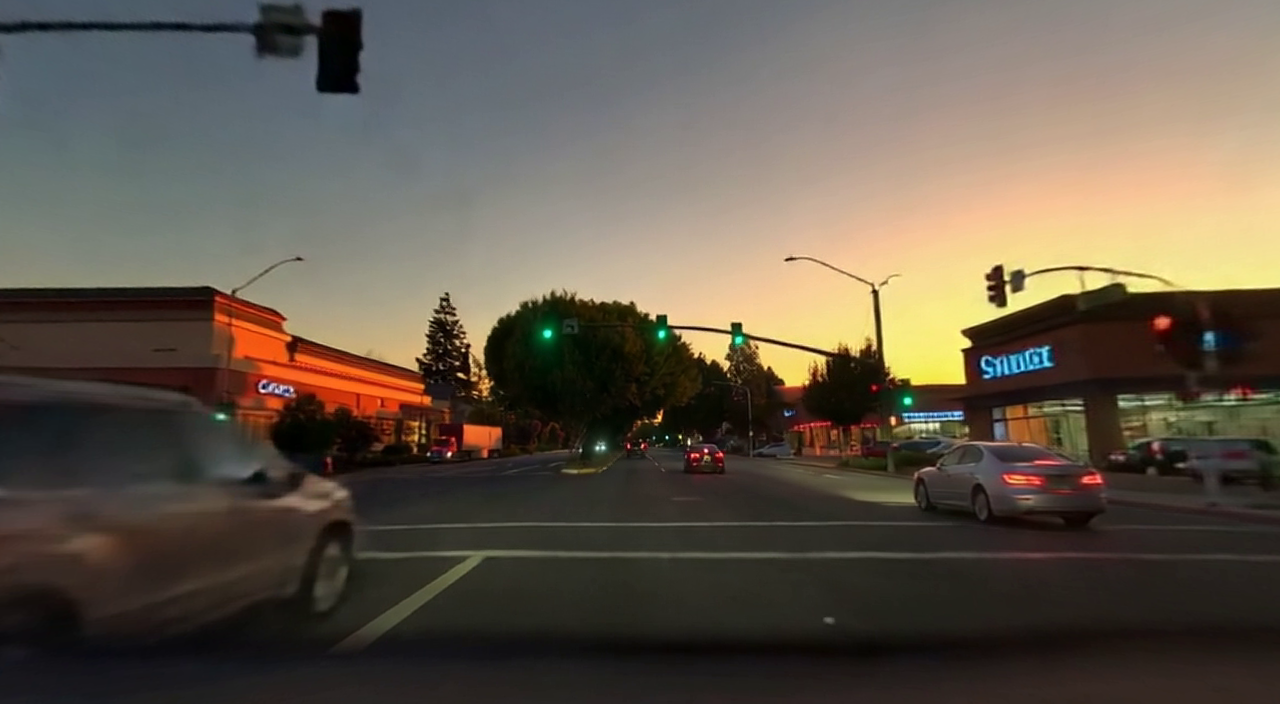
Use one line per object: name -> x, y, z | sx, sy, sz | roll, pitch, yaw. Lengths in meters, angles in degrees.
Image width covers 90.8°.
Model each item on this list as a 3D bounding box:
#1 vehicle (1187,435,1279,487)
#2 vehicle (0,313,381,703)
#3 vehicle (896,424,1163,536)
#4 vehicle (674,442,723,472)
vehicle -> 19.388, 3.345, 19.657 | 4.235, 1.465, 2.109 | 4, -10, -28
vehicle -> -3.416, 0.887, 2.986 | 2.304, 1.794, 5.004 | 0, -8, -1
vehicle -> 6.815, 2.272, 11.879 | 2.002, 1.651, 4.647 | 0, -8, -1
vehicle -> 3.065, 5.620, 33.995 | 2.099, 1.463, 4.365 | 0, -8, -2
